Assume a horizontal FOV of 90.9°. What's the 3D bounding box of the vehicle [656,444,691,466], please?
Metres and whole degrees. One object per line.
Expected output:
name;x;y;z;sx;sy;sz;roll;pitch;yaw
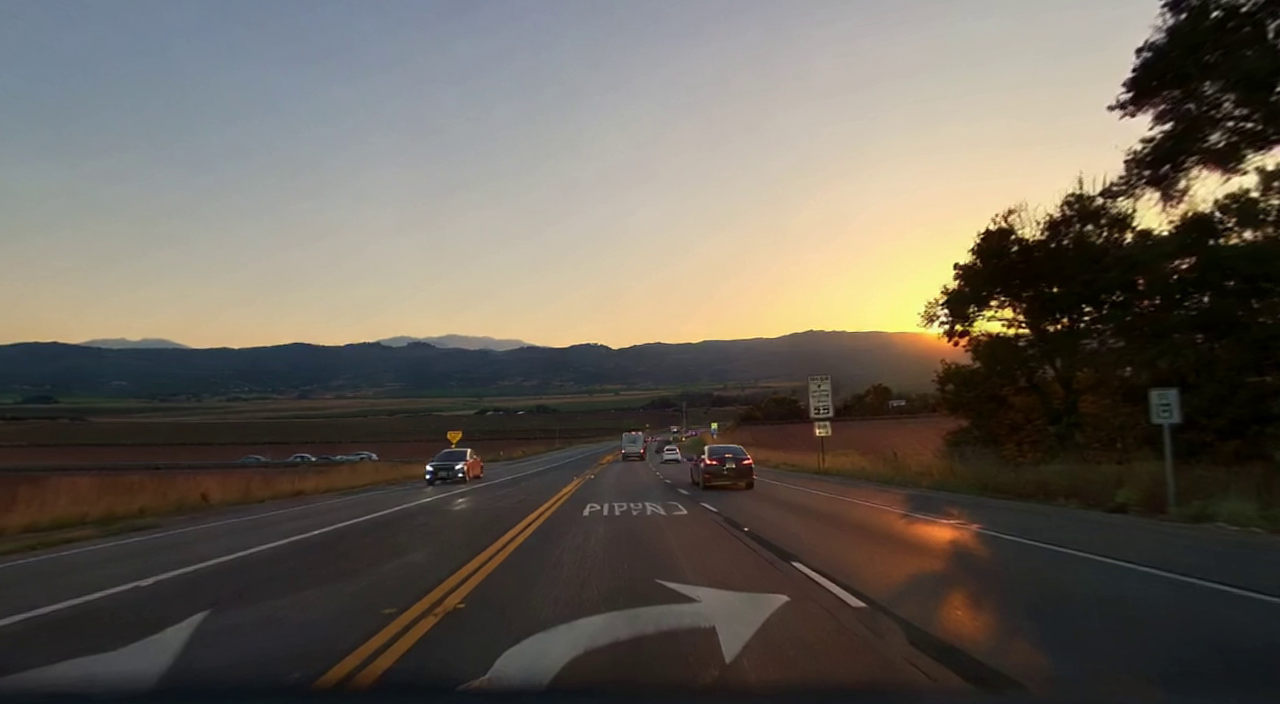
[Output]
vehicle;2.358;7.381;45.318;2.048;1.468;4.490;0;-8;-3

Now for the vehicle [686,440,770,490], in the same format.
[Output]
vehicle;2.903;3.849;21.815;2.026;1.531;4.273;0;-8;-4

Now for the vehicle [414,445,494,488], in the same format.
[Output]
vehicle;-8.227;5.094;28.477;2.168;1.748;4.811;0;-8;0
